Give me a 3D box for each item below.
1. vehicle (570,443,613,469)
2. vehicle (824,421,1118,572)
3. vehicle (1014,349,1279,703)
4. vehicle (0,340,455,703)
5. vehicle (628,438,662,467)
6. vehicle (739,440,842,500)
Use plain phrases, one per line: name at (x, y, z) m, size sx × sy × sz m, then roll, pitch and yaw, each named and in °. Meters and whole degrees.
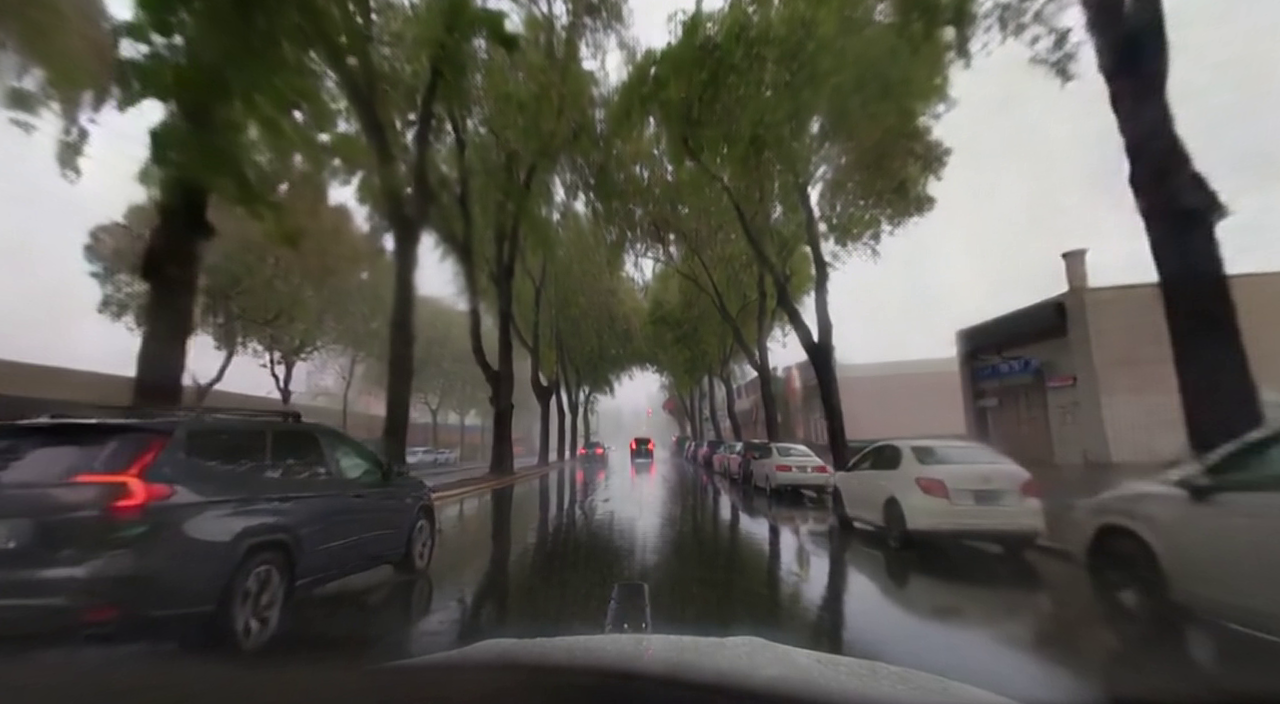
vehicle at (-2.845, 6.230, 38.040) m, size 2.151 × 1.484 × 4.468 m, roll 0°, pitch -8°, yaw 1°
vehicle at (4.325, 1.927, 9.186) m, size 1.940 × 1.669 × 4.142 m, roll 0°, pitch -8°, yaw -1°
vehicle at (4.131, 0.850, 2.709) m, size 2.068 × 1.809 × 4.889 m, roll 0°, pitch -8°, yaw 1°
vehicle at (-3.216, 1.144, 4.620) m, size 2.186 × 1.708 × 4.746 m, roll 0°, pitch -8°, yaw 1°
vehicle at (0.315, 6.528, 41.096) m, size 2.075 × 1.770 × 4.018 m, roll 0°, pitch -8°, yaw 0°
vehicle at (4.236, 3.369, 18.471) m, size 1.887 × 1.517 × 4.257 m, roll 0°, pitch -8°, yaw -1°
